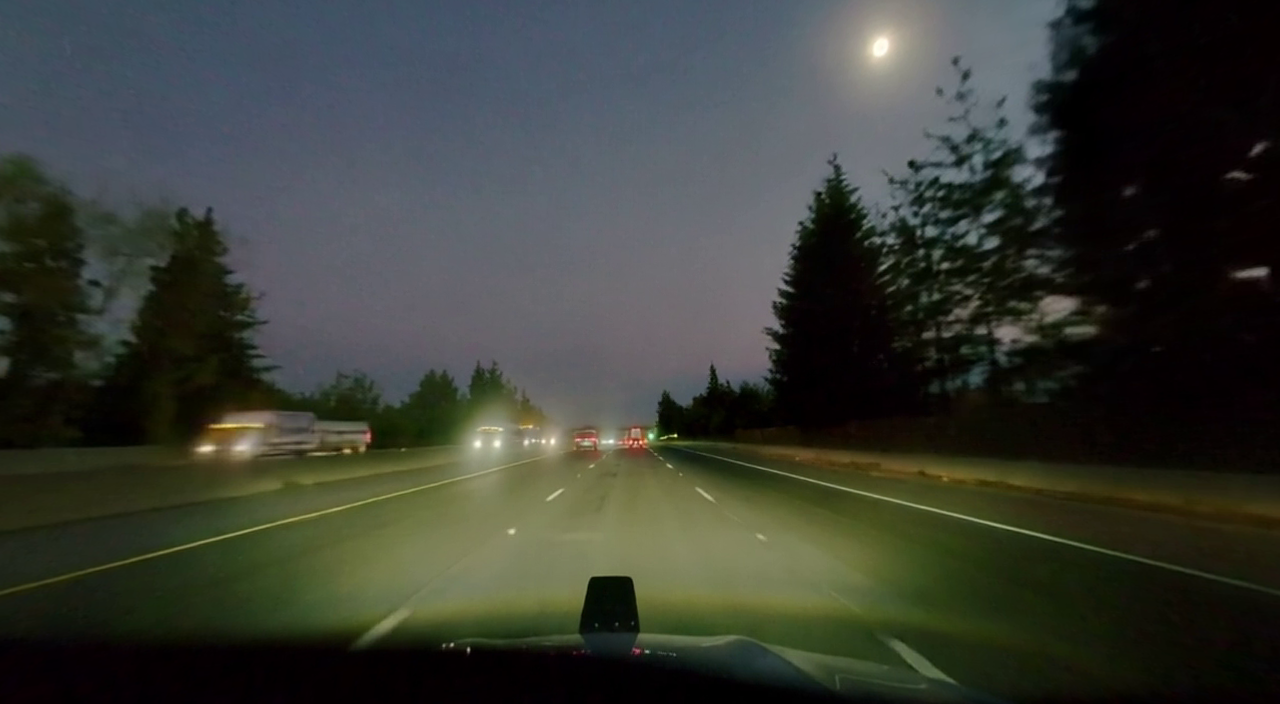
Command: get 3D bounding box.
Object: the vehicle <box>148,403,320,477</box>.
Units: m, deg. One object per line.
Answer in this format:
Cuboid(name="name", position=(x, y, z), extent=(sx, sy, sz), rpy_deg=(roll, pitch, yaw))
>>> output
Cuboid(name="vehicle", position=(-16.989, 3.776, 27.154), extent=(2.576, 2.747, 7.278), rpy_deg=(0, -8, -1))
